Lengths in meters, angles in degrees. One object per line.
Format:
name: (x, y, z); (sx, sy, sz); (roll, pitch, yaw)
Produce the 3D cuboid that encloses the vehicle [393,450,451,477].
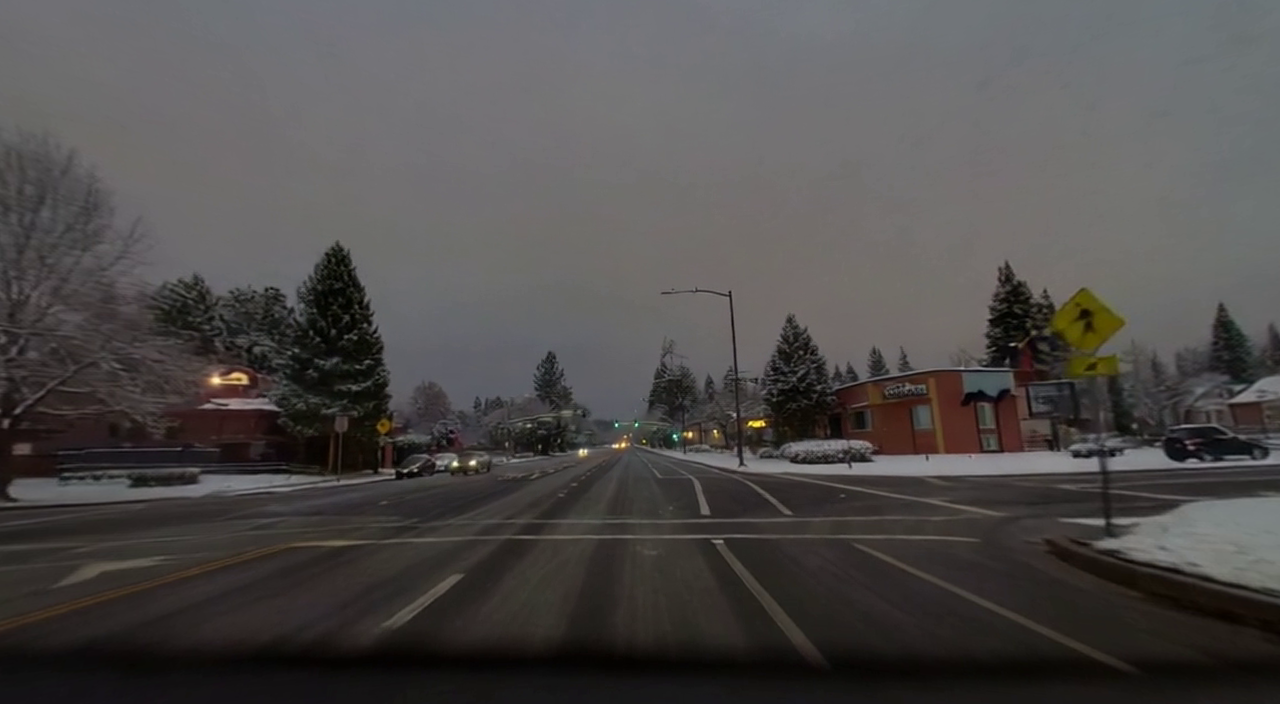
vehicle: (-14.619, 7.534, 42.624); (2.085, 1.685, 4.523); (-1, -10, 4)
